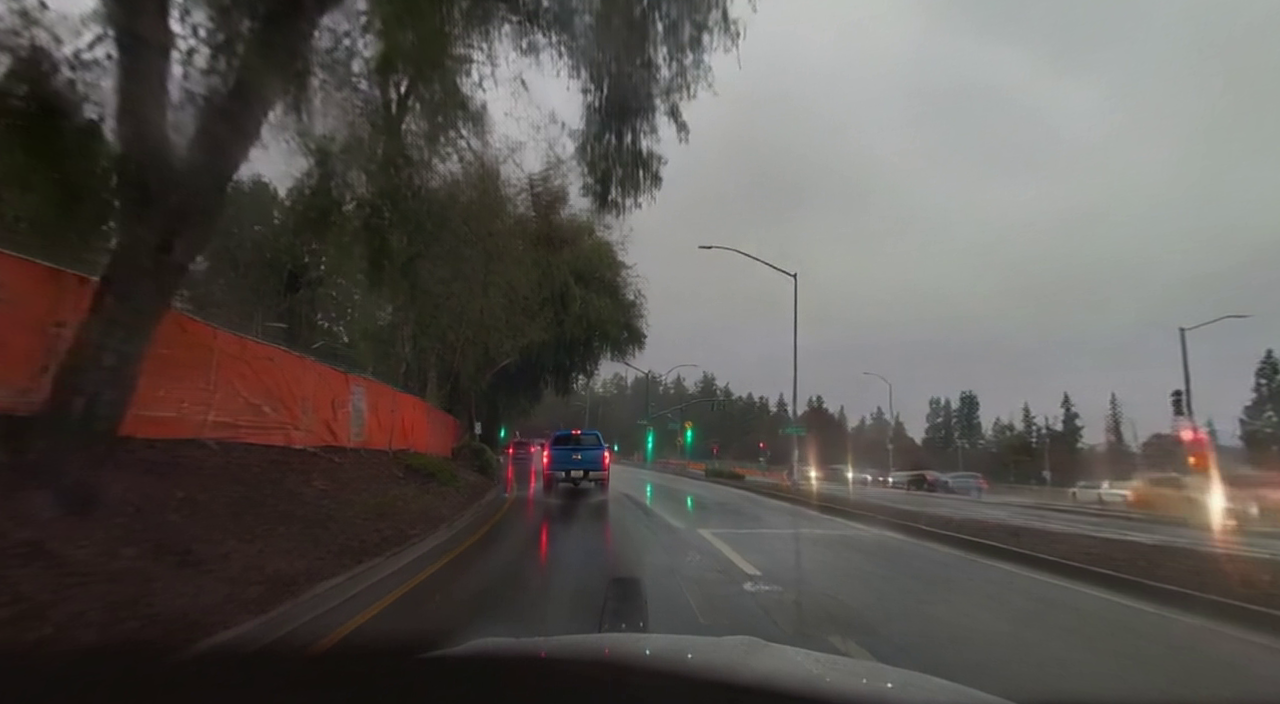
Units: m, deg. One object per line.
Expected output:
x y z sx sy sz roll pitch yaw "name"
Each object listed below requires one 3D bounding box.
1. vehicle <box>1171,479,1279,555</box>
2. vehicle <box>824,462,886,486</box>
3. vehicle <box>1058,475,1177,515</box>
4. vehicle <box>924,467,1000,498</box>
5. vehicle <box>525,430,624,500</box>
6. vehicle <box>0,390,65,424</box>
14.910 3.711 14.033 1.838 1.494 4.553 1 -9 -8 "vehicle"
15.255 8.675 45.012 1.884 1.622 4.485 3 -10 -16 "vehicle"
22.510 6.727 29.967 1.805 1.494 4.362 1 -9 -10 "vehicle"
20.484 8.283 40.356 1.841 1.673 4.470 1 -9 -11 "vehicle"
-1.885 3.202 18.308 2.436 1.698 5.322 1 -9 -6 "vehicle"
-35.482 3.296 36.882 1.907 1.637 5.187 8 -12 -34 "vehicle"
